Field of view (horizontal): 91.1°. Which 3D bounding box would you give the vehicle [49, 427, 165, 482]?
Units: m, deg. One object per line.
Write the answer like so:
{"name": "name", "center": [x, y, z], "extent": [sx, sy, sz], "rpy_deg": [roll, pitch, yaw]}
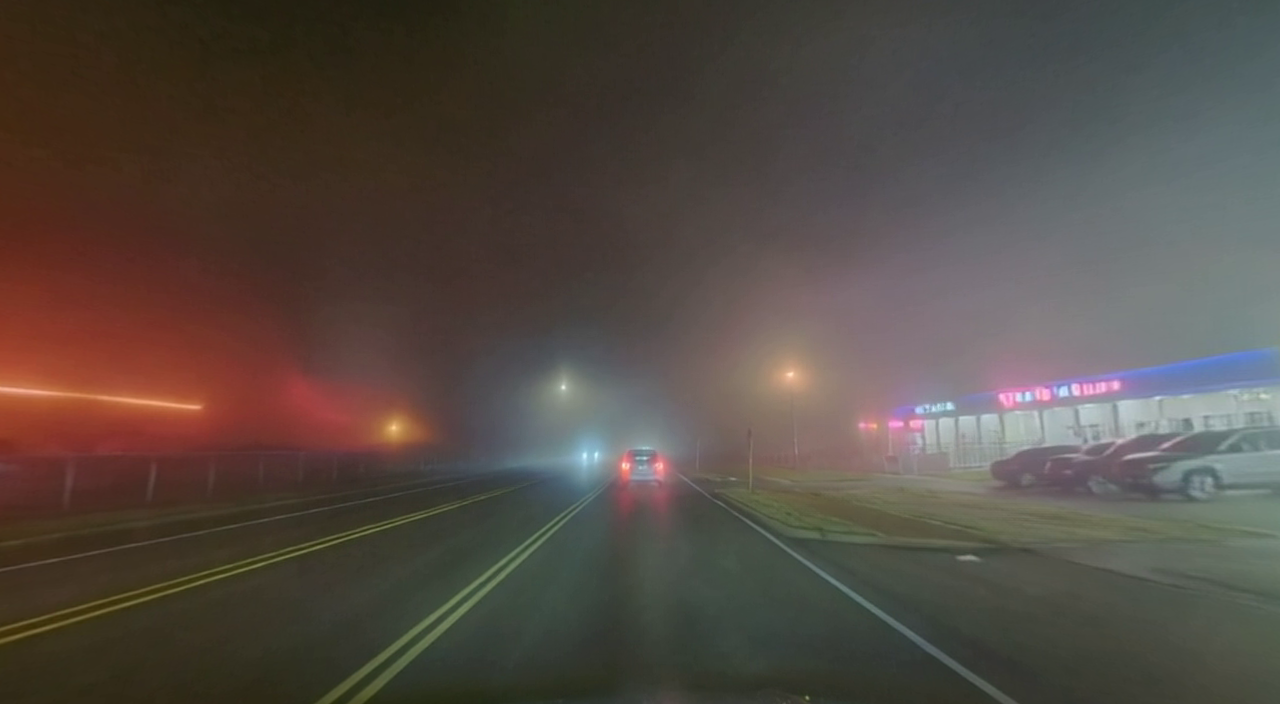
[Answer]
{"name": "vehicle", "center": [-30.211, 5.812, 35.796], "extent": [2.502, 2.916, 4.293], "rpy_deg": [-1, -9, 4]}

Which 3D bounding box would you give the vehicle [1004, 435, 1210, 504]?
{"name": "vehicle", "center": [11.685, 2.948, 16.215], "extent": [1.970, 1.501, 4.514], "rpy_deg": [0, -9, 3]}

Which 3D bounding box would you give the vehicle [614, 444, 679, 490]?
{"name": "vehicle", "center": [0.200, 4.092, 22.727], "extent": [2.144, 1.514, 4.063], "rpy_deg": [0, -9, 0]}
